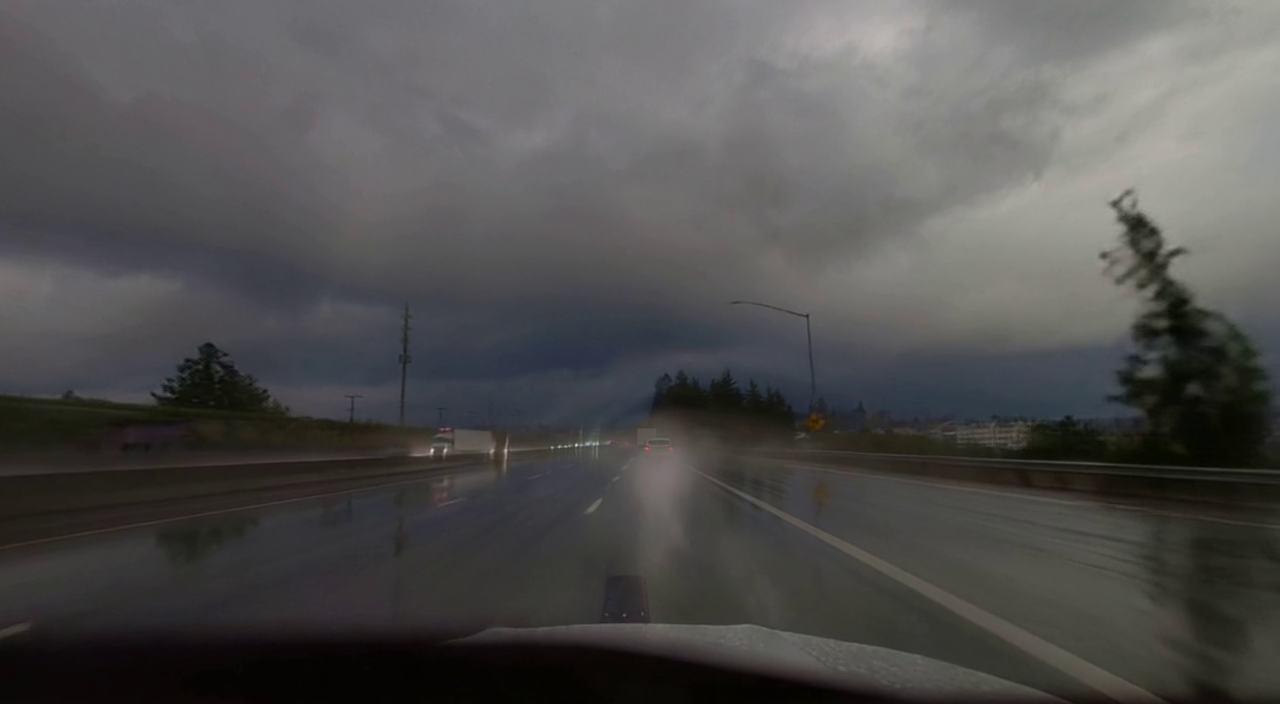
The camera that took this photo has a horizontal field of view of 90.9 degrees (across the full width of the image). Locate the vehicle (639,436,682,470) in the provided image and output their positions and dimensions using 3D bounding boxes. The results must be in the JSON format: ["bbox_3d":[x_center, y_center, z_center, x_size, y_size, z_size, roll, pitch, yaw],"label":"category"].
[{"bbox_3d":[1.109,5.676,35.732,2.260,1.766,4.348,0,-8,0],"label":"vehicle"}]
